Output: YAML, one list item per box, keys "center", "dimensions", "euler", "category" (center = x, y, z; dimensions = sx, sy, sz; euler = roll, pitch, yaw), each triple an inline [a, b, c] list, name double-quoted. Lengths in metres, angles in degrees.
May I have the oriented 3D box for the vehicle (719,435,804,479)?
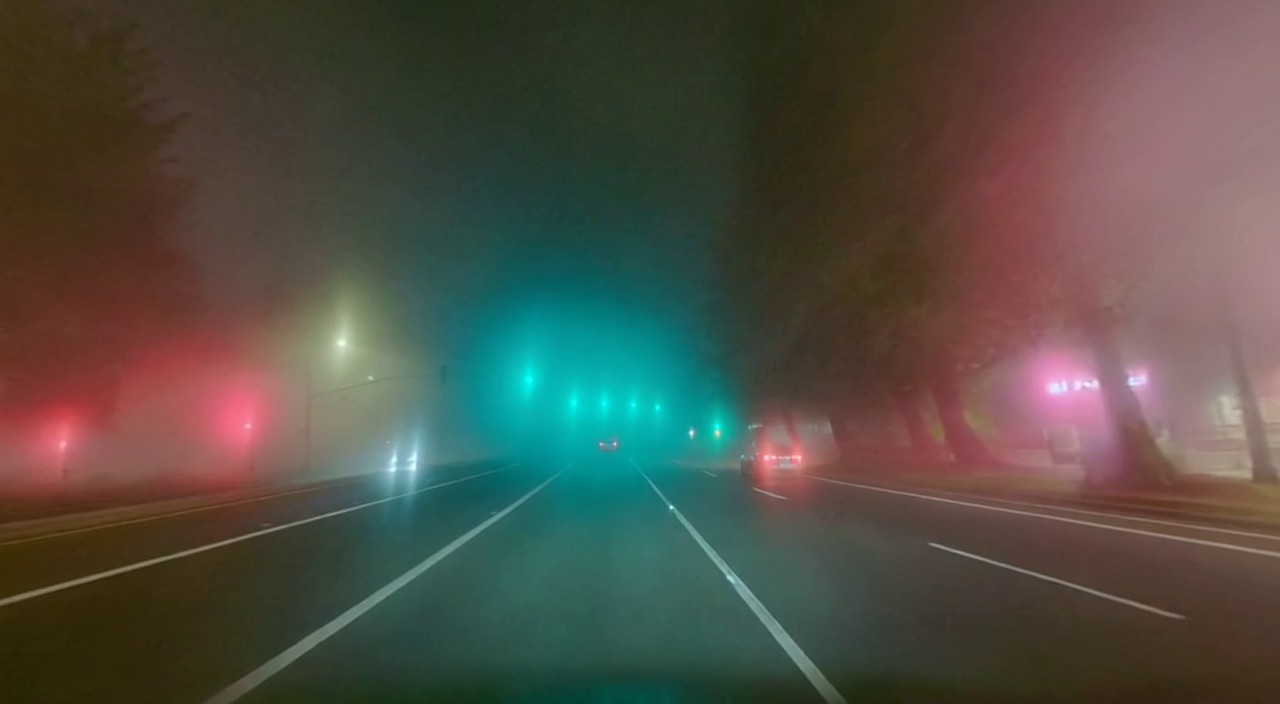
- center: [4.462, 3.916, 23.926]
  dimensions: [2.024, 1.475, 4.600]
  euler: [0, -8, -4]
  category: "vehicle"

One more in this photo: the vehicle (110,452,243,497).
- center: [-17.670, 4.647, 24.397]
  dimensions: [1.931, 1.480, 4.396]
  euler: [0, -8, -3]
  category: "vehicle"
